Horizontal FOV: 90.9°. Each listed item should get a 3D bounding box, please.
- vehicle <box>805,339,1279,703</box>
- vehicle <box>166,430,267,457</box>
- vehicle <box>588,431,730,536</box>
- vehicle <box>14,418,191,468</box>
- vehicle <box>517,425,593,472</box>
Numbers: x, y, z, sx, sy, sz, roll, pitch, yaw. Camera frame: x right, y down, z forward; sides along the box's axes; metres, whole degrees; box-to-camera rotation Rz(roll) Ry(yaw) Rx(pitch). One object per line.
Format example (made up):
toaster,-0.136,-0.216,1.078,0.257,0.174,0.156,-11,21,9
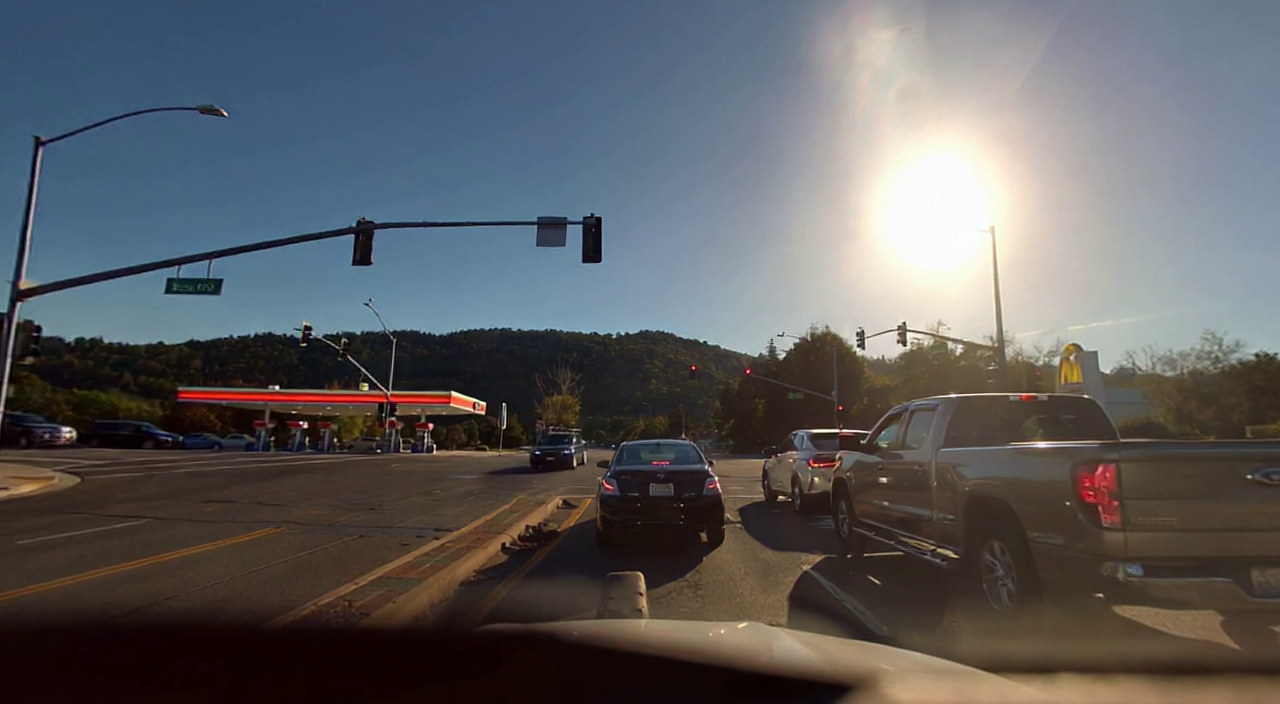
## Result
vehicle,3.551,1.302,6.075,2.277,1.871,6.143,0,-8,0
vehicle,-23.097,5.021,34.487,4.326,1.420,1.798,-1,-8,4
vehicle,0.271,2.181,11.053,2.027,1.494,3.824,0,-8,0
vehicle,-19.664,3.357,23.207,4.742,1.720,2.107,-1,-8,5
vehicle,-4.002,4.720,31.050,2.615,2.031,5.638,0,-8,4
